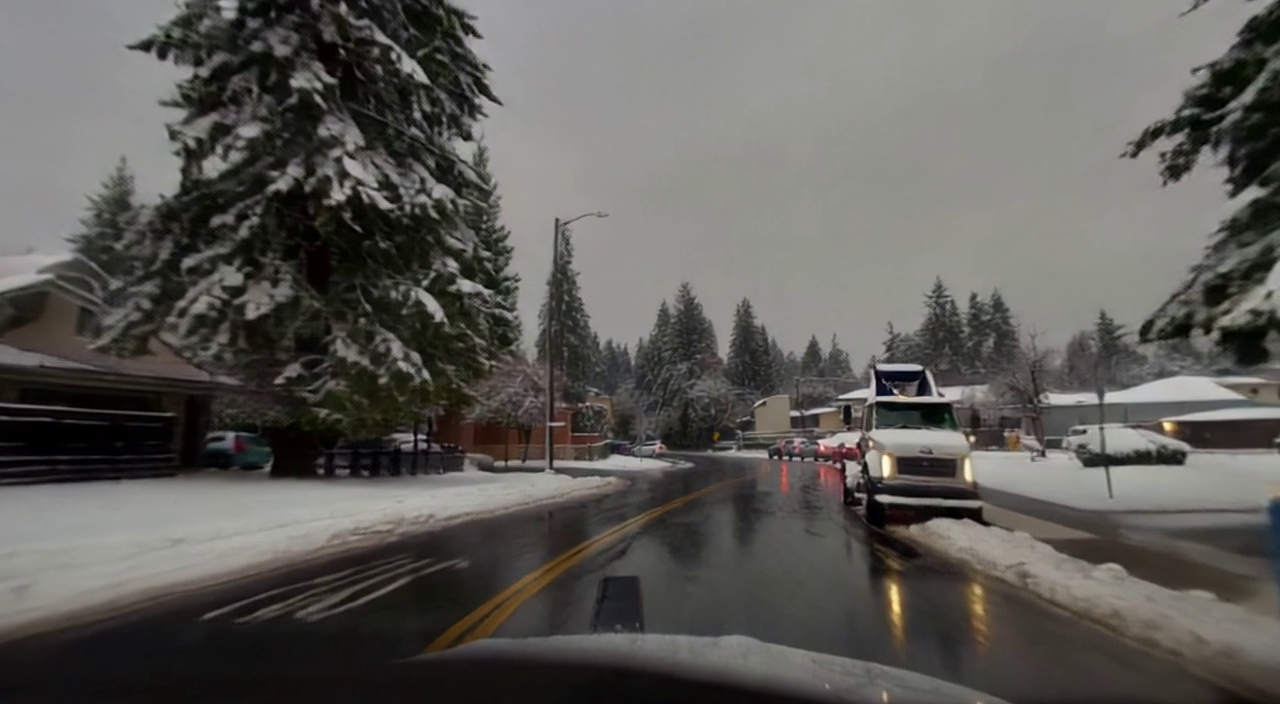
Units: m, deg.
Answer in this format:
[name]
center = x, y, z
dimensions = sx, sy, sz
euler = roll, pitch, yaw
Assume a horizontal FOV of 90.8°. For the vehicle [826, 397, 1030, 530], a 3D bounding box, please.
[vehicle]
center = 5.555, 2.291, 13.598
dimensions = 2.874, 2.021, 7.293
euler = -2, -9, 16
